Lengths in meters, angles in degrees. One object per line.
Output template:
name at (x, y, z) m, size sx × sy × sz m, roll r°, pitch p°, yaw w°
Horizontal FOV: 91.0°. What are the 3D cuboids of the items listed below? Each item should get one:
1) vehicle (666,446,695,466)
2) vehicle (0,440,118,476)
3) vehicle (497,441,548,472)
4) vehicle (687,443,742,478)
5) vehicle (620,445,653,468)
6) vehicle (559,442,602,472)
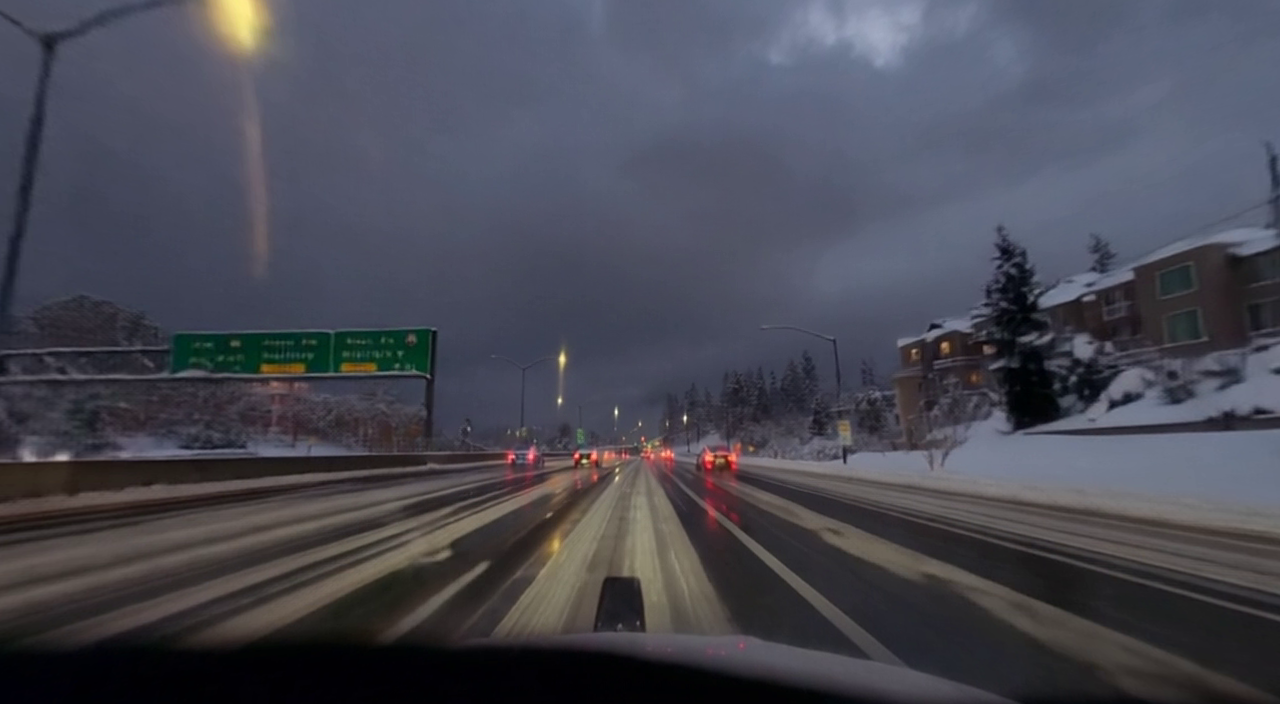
vehicle at (3.167, 8.205, 49.959) m, size 2.036 × 1.517 × 4.256 m, roll 0°, pitch -9°, yaw 0°
vehicle at (-30.156, 5.453, 32.739) m, size 1.906 × 1.695 × 4.696 m, roll 0°, pitch -9°, yaw 0°
vehicle at (-6.943, 6.194, 37.661) m, size 2.112 × 1.721 × 4.381 m, roll 0°, pitch -8°, yaw 1°
vehicle at (3.481, 5.178, 30.311) m, size 2.077 × 1.527 × 4.553 m, roll 0°, pitch -9°, yaw 0°
vehicle at (-0.218, 7.189, 43.568) m, size 2.166 × 1.496 × 4.158 m, roll 0°, pitch -8°, yaw 0°
vehicle at (-3.450, 6.164, 37.226) m, size 2.091 × 1.664 × 4.157 m, roll 0°, pitch -8°, yaw 0°
